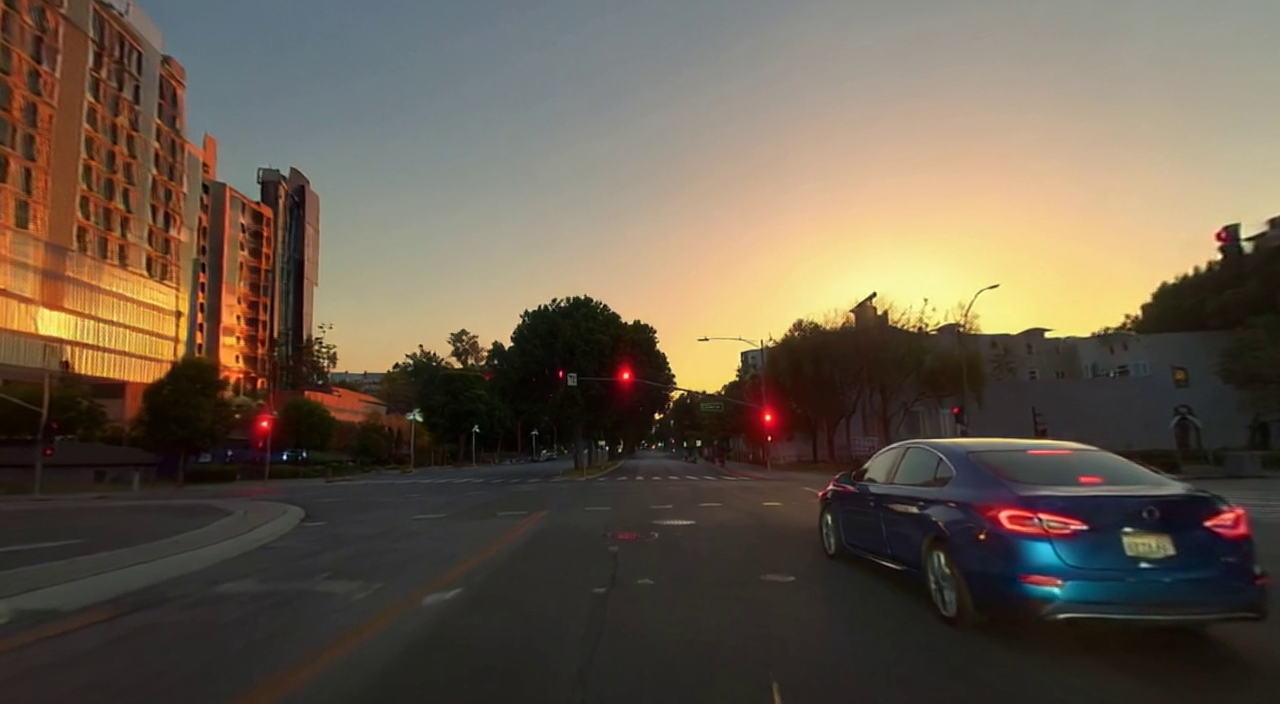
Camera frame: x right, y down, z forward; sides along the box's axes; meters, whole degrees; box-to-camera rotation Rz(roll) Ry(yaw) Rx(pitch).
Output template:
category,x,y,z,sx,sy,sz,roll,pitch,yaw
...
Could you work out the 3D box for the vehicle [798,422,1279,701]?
category,x,y,z,sx,sy,sz,roll,pitch,yaw
vehicle,3.196,1.530,5.989,2.089,1.539,4.767,0,-9,-1
